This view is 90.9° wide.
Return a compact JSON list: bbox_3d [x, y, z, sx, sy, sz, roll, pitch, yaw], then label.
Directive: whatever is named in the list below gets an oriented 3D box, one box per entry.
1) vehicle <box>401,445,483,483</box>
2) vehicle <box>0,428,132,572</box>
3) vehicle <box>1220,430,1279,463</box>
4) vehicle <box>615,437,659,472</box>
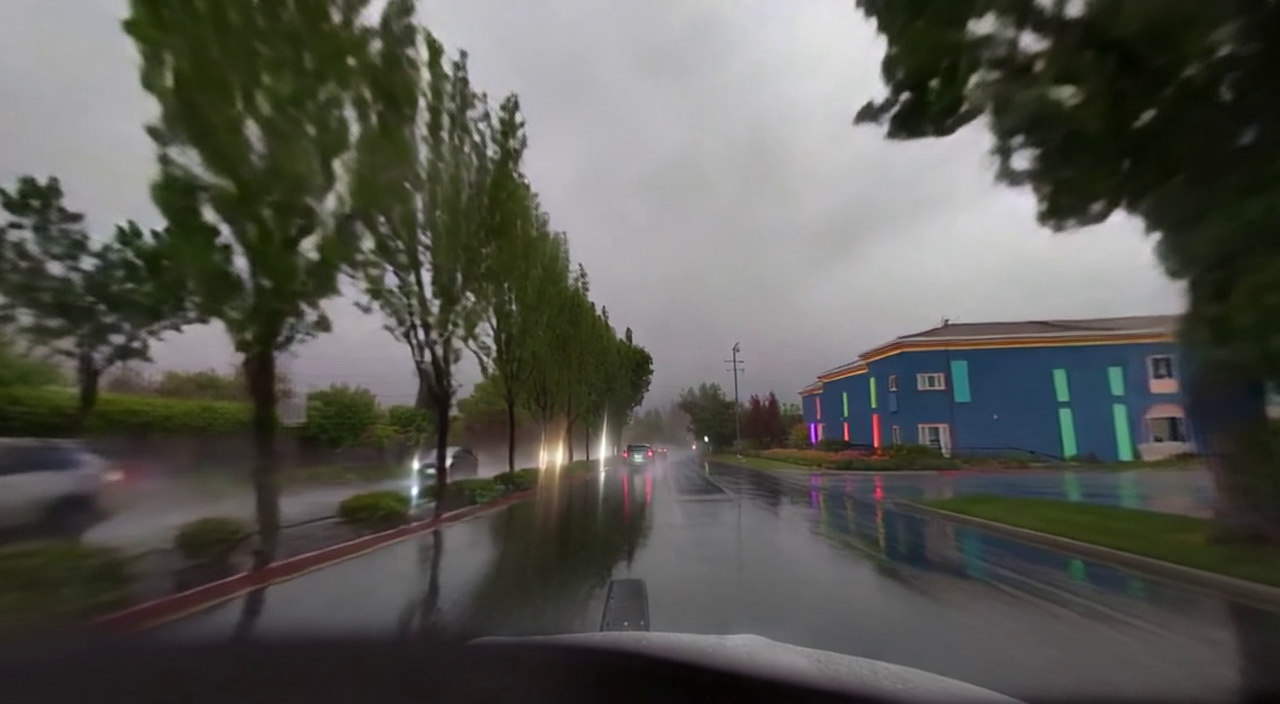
[{"bbox_3d":[-8.566,4.862,27.704,1.935,1.522,4.348,0,-8,3],"label":"vehicle"},{"bbox_3d":[-9.037,1.776,7.464,2.093,1.772,4.478,0,-8,3],"label":"vehicle"},{"bbox_3d":[30.742,4.680,31.299,3.781,1.533,1.683,5,-10,-30],"label":"vehicle"},{"bbox_3d":[-0.070,5.355,33.135,2.129,1.713,4.314,0,-8,2],"label":"vehicle"}]
